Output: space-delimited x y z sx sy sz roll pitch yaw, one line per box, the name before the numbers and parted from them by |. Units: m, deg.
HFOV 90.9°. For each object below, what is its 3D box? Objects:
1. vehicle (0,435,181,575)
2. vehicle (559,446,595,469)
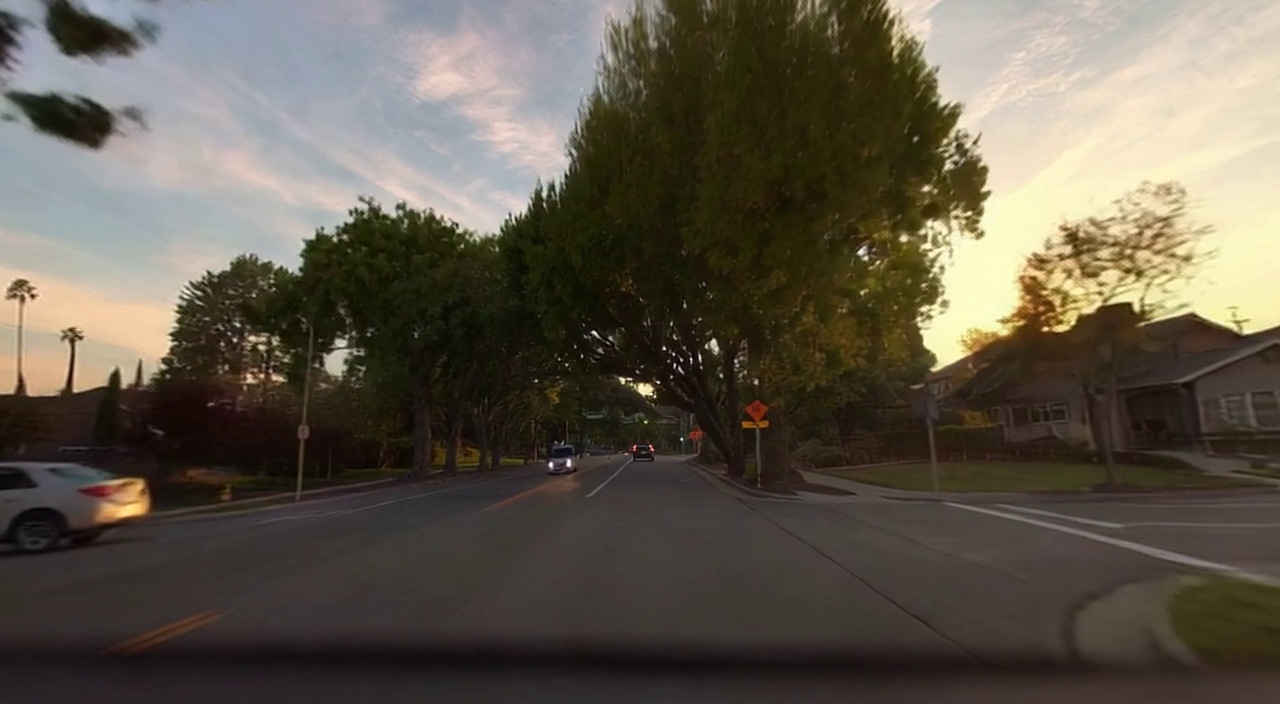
vehicle | -9.662 2.235 9.056 4.594 1.696 1.971 -4 -8 -2
vehicle | -4.549 7.708 46.252 1.927 1.521 4.571 0 -8 3
